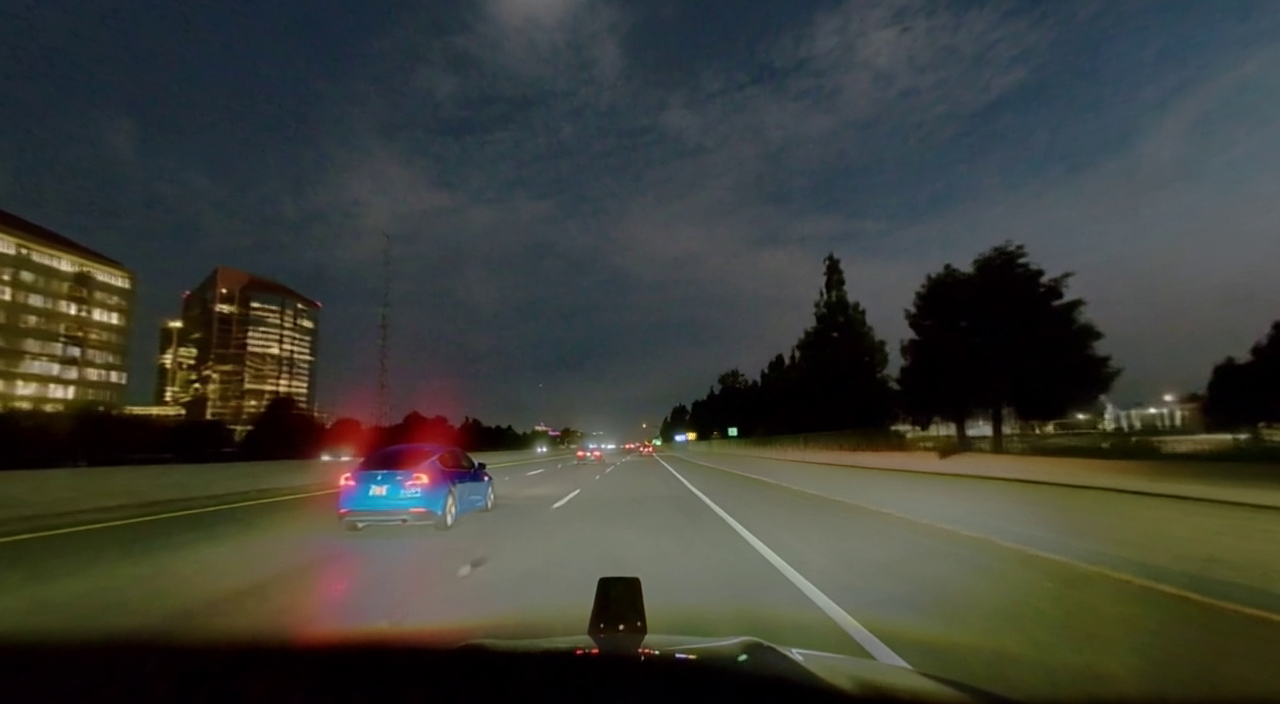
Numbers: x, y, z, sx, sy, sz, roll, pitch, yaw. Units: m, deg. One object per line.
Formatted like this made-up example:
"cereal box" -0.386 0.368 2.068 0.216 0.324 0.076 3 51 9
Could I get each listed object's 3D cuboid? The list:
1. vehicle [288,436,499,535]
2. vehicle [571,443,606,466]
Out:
"vehicle" -4.173 2.313 11.641 2.083 1.471 4.350 0 -8 1
"vehicle" -3.359 6.806 42.131 1.926 1.464 4.186 0 -8 1
